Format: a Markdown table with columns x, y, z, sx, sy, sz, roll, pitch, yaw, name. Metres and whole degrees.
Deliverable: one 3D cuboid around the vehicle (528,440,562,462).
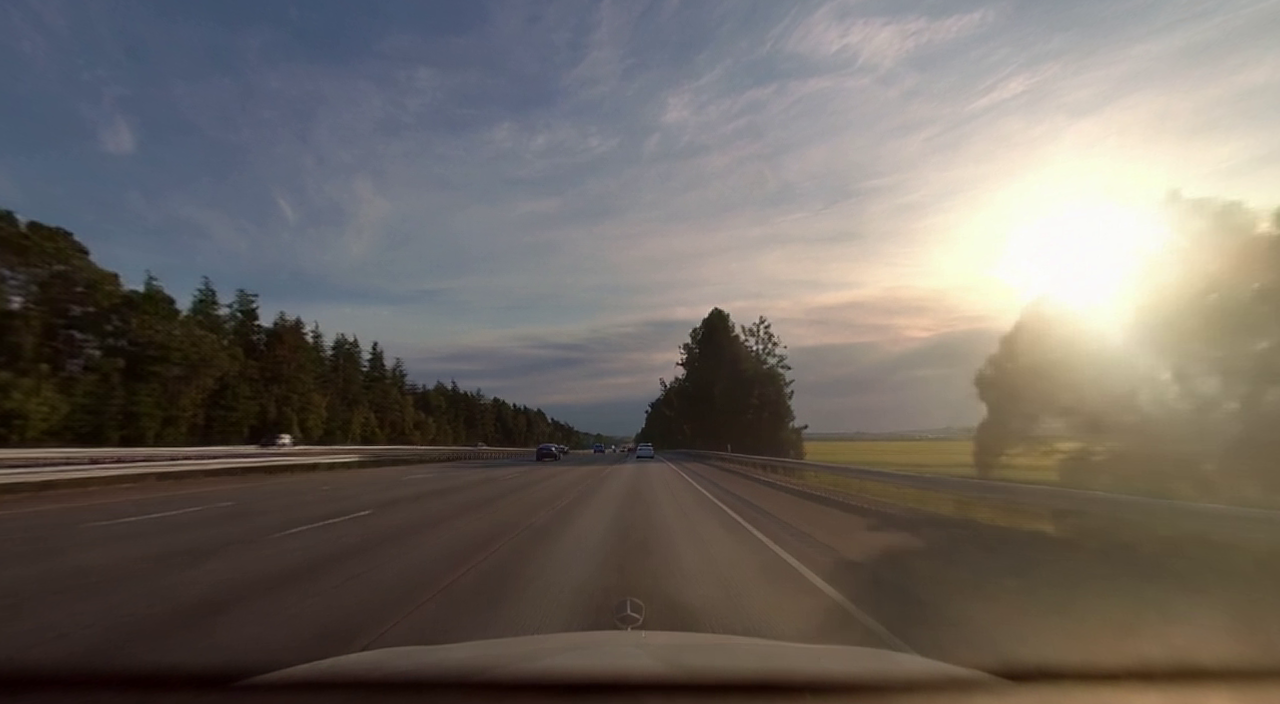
| x | y | z | sx | sy | sz | roll | pitch | yaw | name |
| --- | --- | --- | --- | --- | --- | --- | --- | --- | --- |
| -7.240 | 7.575 | 48.468 | 1.972 | 1.603 | 3.891 | 0 | -8 | 1 | vehicle |
